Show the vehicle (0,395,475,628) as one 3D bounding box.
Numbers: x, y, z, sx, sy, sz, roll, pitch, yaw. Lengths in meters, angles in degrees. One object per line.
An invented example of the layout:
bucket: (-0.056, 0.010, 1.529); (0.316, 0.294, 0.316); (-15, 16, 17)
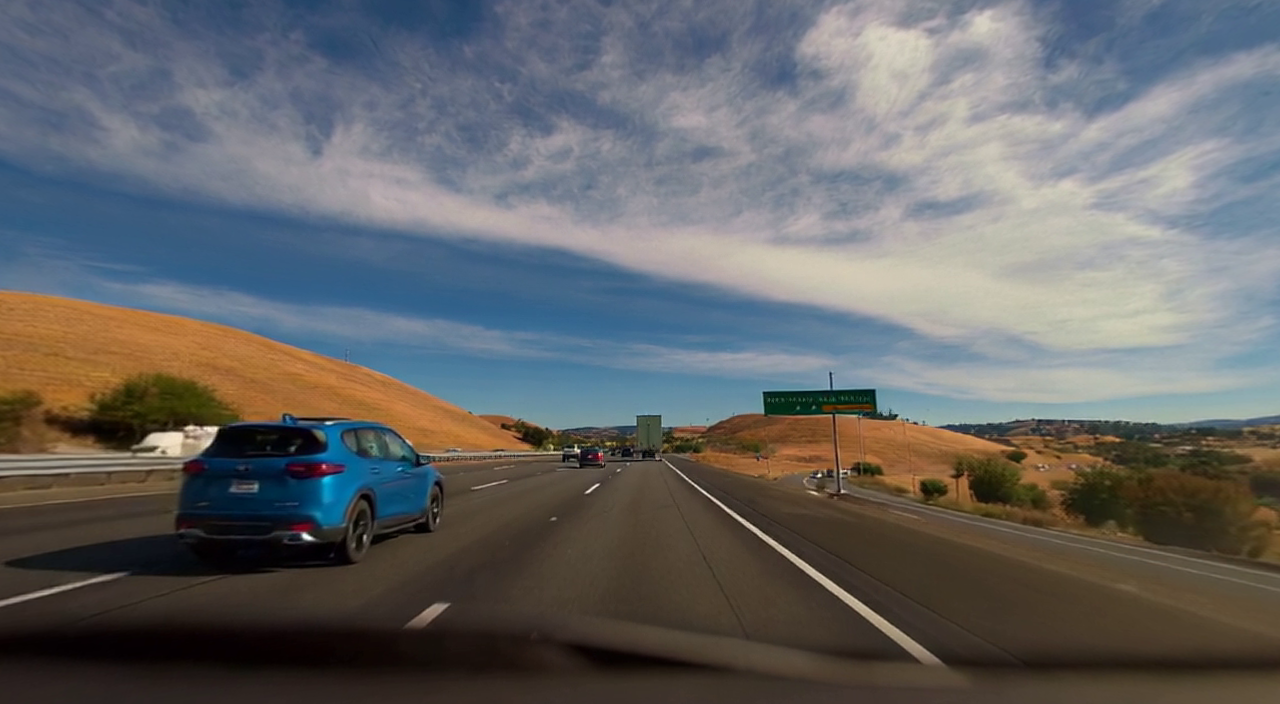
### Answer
vehicle: (-3.657, 1.553, 7.156); (2.194, 1.725, 4.698); (0, -9, 1)

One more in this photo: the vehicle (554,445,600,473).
vehicle: (-3.563, 6.157, 36.377); (2.101, 1.476, 4.471); (0, -9, 1)
